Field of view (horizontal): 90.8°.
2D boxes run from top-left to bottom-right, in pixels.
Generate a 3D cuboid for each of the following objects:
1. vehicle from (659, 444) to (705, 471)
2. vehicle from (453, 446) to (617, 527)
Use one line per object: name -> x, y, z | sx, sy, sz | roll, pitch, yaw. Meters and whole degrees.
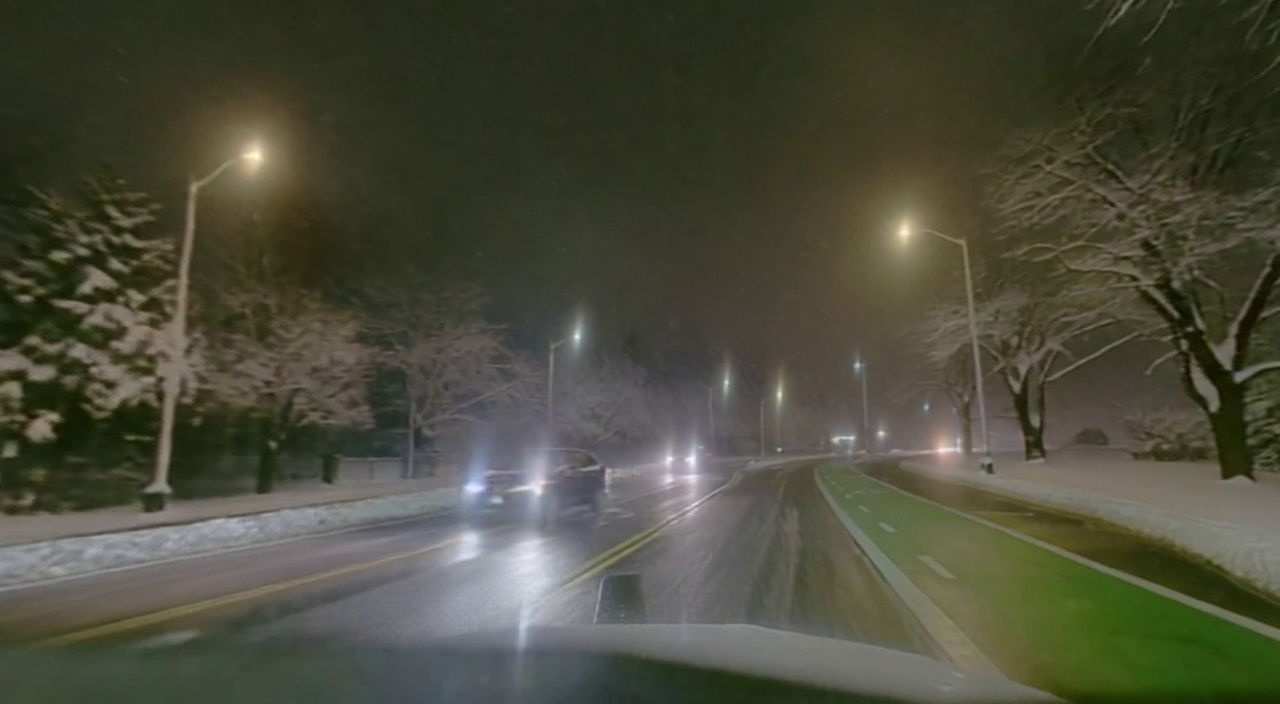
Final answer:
vehicle -> 2.950, 7.160, 43.046 | 2.065, 1.744, 4.566 | -3, -9, 18
vehicle -> -2.056, 2.849, 14.097 | 2.071, 1.456, 4.663 | -2, -9, 11
